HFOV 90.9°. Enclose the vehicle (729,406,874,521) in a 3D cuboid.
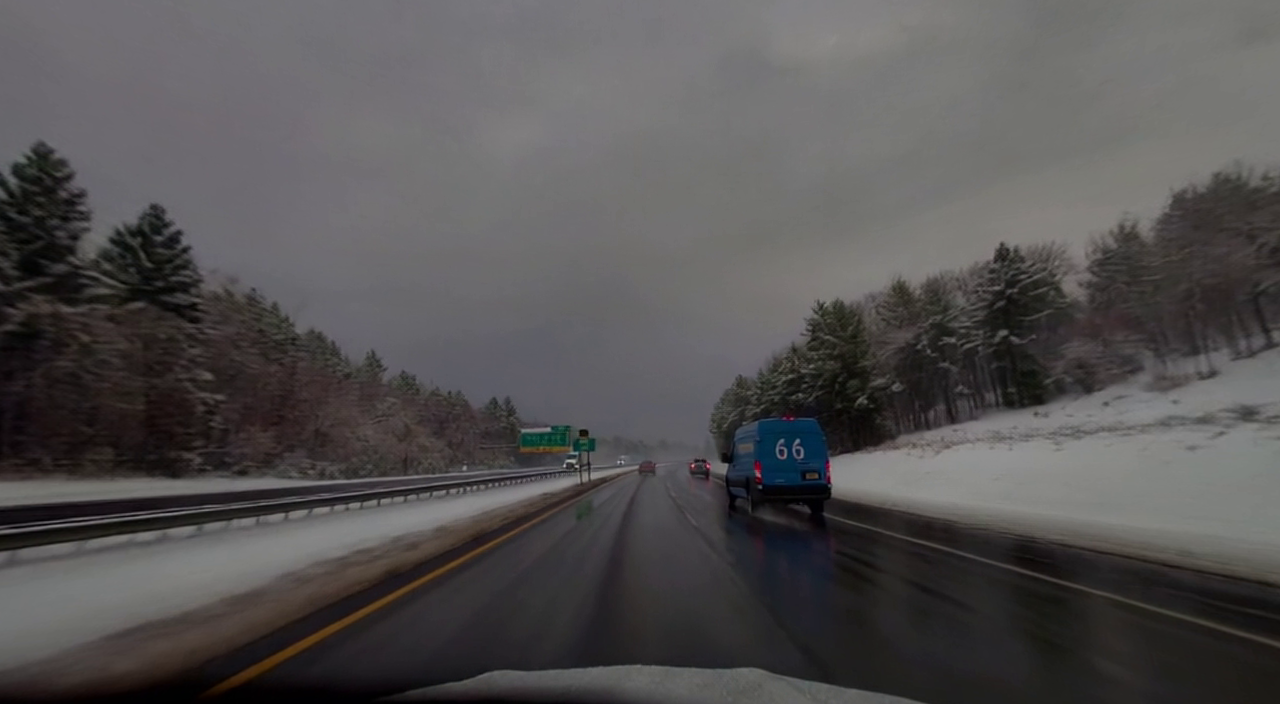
[{"bbox_3d":[4.096,3.082,17.360,2.366,2.595,5.793,1,-11,-1],"label":"vehicle"}]
